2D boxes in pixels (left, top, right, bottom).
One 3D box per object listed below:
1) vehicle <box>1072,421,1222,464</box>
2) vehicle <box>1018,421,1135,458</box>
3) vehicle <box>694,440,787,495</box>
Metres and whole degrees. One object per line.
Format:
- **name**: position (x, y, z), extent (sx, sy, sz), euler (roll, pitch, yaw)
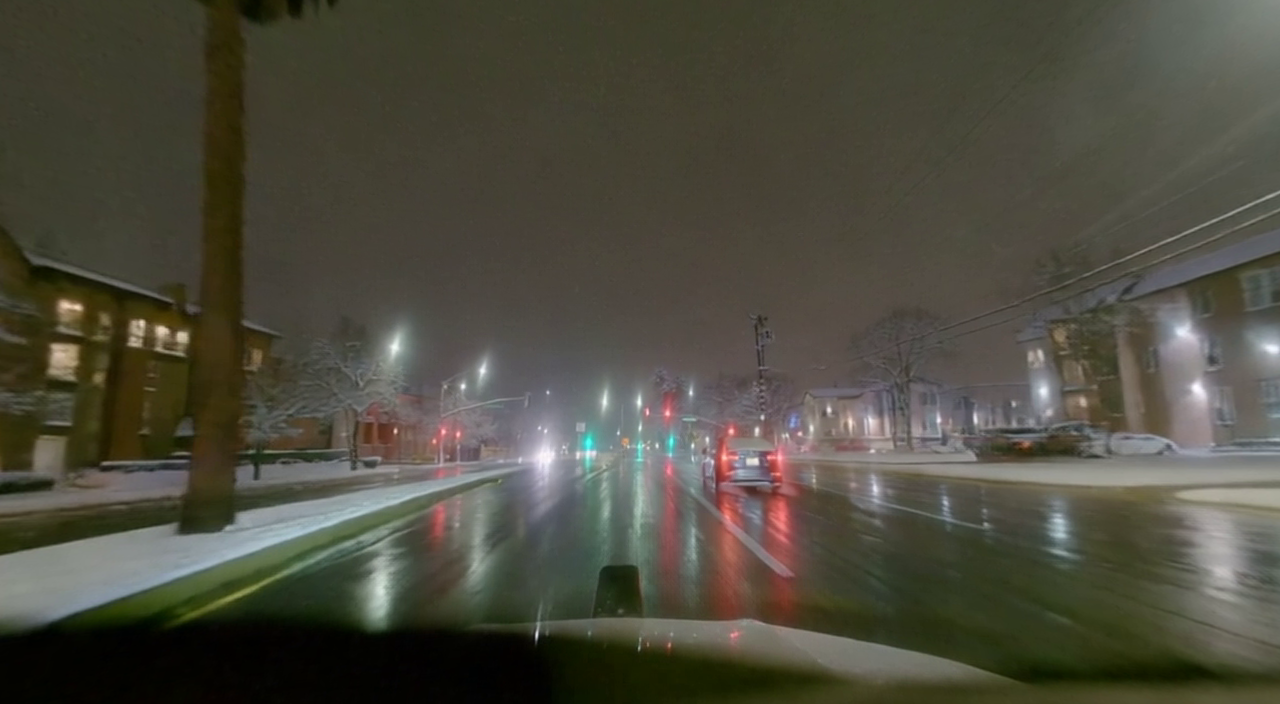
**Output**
- **vehicle**: position (22.290, 3.997, 27.908), extent (4.781, 1.600, 1.986), euler (-3, -8, 1)
- **vehicle**: position (22.314, 4.526, 32.469), extent (4.383, 1.815, 2.061), euler (-1, -9, 2)
- **vehicle**: position (2.862, 3.387, 18.965), extent (1.964, 1.448, 4.295), euler (0, -9, -2)
